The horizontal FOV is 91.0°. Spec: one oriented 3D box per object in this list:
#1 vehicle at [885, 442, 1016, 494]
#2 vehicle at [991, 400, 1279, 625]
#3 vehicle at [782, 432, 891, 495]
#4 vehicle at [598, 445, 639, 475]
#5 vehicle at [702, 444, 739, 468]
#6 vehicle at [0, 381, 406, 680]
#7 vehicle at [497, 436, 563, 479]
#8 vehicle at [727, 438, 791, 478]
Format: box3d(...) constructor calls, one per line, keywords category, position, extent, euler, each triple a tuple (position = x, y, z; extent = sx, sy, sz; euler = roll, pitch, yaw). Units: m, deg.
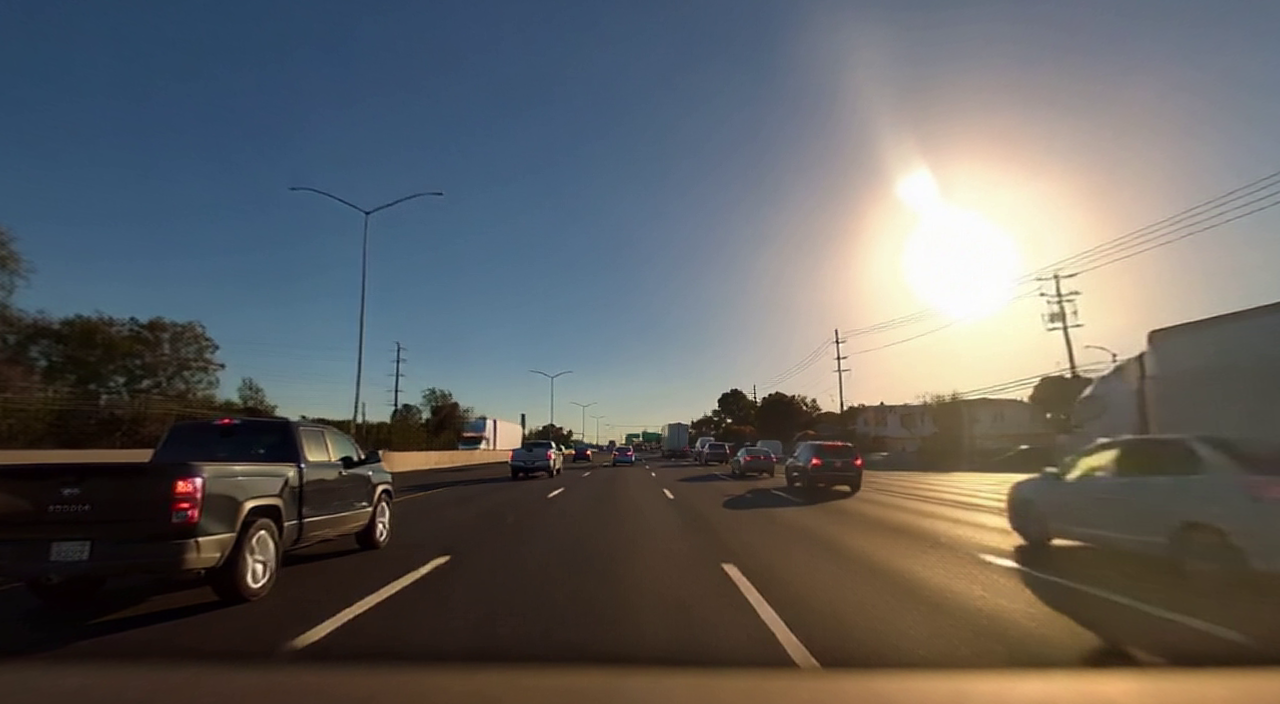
box3d(category="vehicle", position=(10.150, 3.804, 21.087), extent=(1.969, 1.521, 4.580), euler=(0, -9, -1))
box3d(category="vehicle", position=(5.700, 1.436, 6.268), extent=(1.989, 1.642, 4.082), euler=(0, -9, -1))
box3d(category="vehicle", position=(5.848, 3.376, 19.339), extent=(1.977, 1.705, 4.078), euler=(0, -9, -1))
box3d(category="vehicle", position=(-1.122, 5.828, 34.274), extent=(2.060, 1.508, 4.308), euler=(0, -9, -1))
box3d(category="vehicle", position=(5.703, 7.422, 45.211), extent=(1.978, 1.607, 4.245), euler=(0, -9, -1))
box3d(category="vehicle", position=(-4.092, 1.341, 5.861), extent=(2.127, 1.705, 4.374), euler=(0, -9, 0))
box3d(category="vehicle", position=(-4.940, 4.828, 29.070), extent=(2.147, 1.825, 4.602), euler=(0, -9, 1))
box3d(category="vehicle", position=(5.707, 5.137, 30.866), extent=(2.086, 1.783, 4.868), euler=(1, -9, -2))
